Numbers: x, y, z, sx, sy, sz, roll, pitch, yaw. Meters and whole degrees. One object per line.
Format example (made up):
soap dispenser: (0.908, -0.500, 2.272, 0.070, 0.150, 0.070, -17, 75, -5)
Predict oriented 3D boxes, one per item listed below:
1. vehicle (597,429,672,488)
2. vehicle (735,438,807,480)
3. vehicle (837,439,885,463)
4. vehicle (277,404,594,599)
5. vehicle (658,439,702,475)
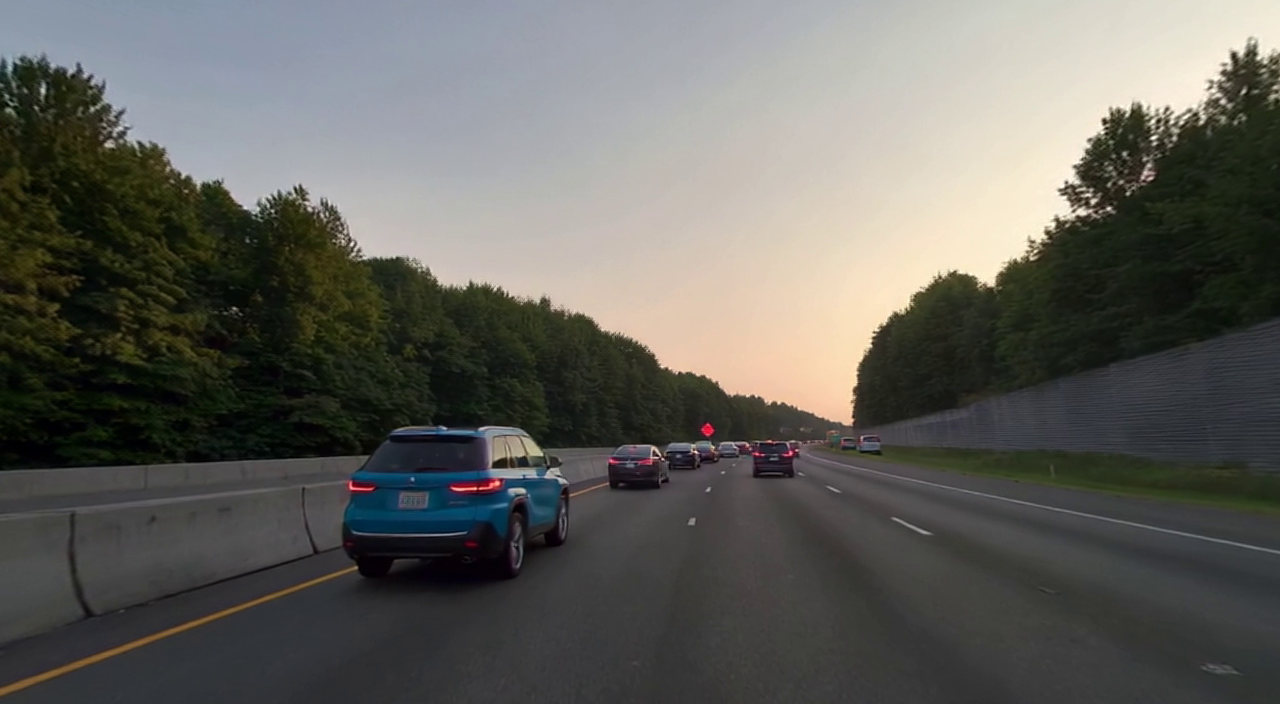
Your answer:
vehicle: (-0.077, 3.323, 19.862, 2.017, 1.662, 3.543, -1, -8, 5)
vehicle: (4.907, 4.057, 24.232, 1.962, 1.442, 4.536, 0, -8, 2)
vehicle: (14.468, 6.514, 41.513, 1.990, 1.478, 4.475, -1, -8, 6)
vehicle: (-1.939, 1.578, 7.531, 2.021, 1.635, 4.085, -1, -8, 7)
vehicle: (1.791, 4.563, 27.603, 1.755, 1.457, 3.686, -1, -8, 5)
